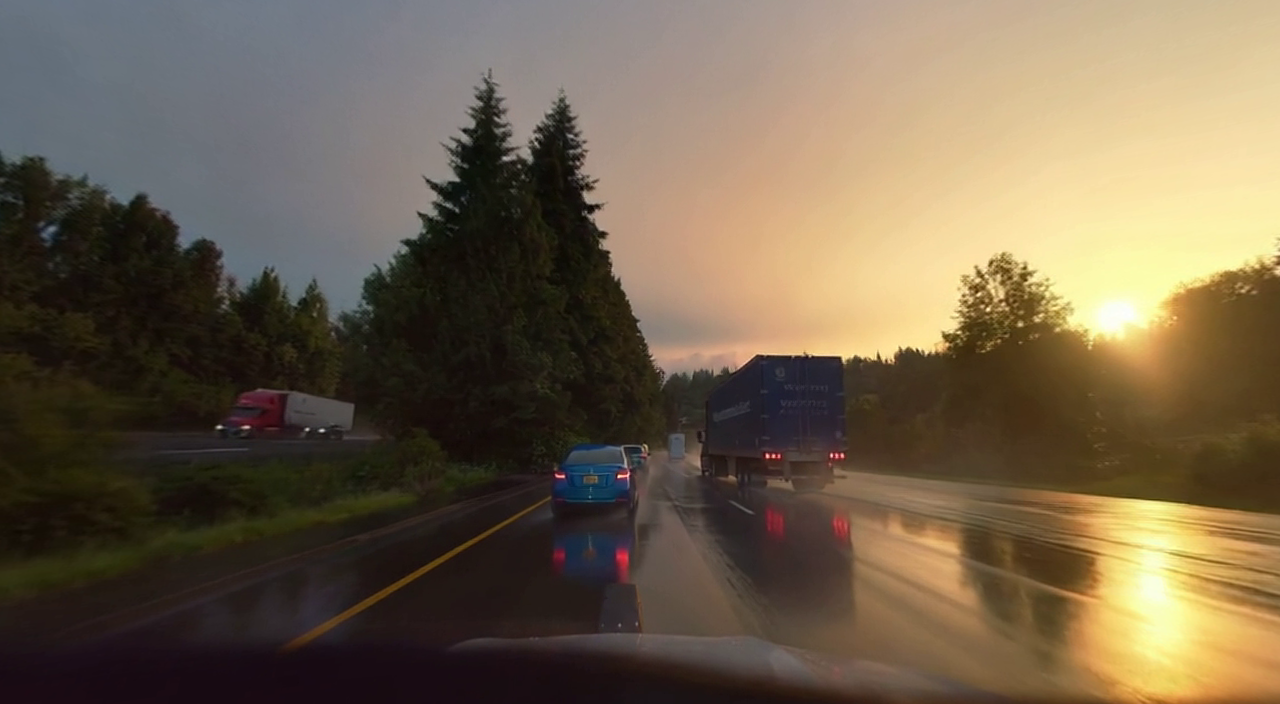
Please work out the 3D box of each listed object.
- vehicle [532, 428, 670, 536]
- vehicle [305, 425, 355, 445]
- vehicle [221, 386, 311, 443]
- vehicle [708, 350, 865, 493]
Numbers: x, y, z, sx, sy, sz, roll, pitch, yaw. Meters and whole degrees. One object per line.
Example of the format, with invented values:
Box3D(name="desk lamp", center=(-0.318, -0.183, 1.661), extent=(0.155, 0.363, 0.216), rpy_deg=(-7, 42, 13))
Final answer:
Box3D(name="vehicle", center=(-0.595, 2.221, 11.257), extent=(2.038, 1.582, 3.729), rpy_deg=(0, -9, 0))
Box3D(name="vehicle", center=(-23.857, 6.439, 48.484), extent=(1.729, 1.455, 4.560), rpy_deg=(0, -9, -3))
Box3D(name="vehicle", center=(-27.972, 4.857, 47.382), extent=(2.979, 3.928, 6.477), rpy_deg=(1, -9, -4))
Box3D(name="vehicle", center=(4.913, 3.021, 24.912), extent=(2.825, 4.043, 14.051), rpy_deg=(0, -9, 0))
